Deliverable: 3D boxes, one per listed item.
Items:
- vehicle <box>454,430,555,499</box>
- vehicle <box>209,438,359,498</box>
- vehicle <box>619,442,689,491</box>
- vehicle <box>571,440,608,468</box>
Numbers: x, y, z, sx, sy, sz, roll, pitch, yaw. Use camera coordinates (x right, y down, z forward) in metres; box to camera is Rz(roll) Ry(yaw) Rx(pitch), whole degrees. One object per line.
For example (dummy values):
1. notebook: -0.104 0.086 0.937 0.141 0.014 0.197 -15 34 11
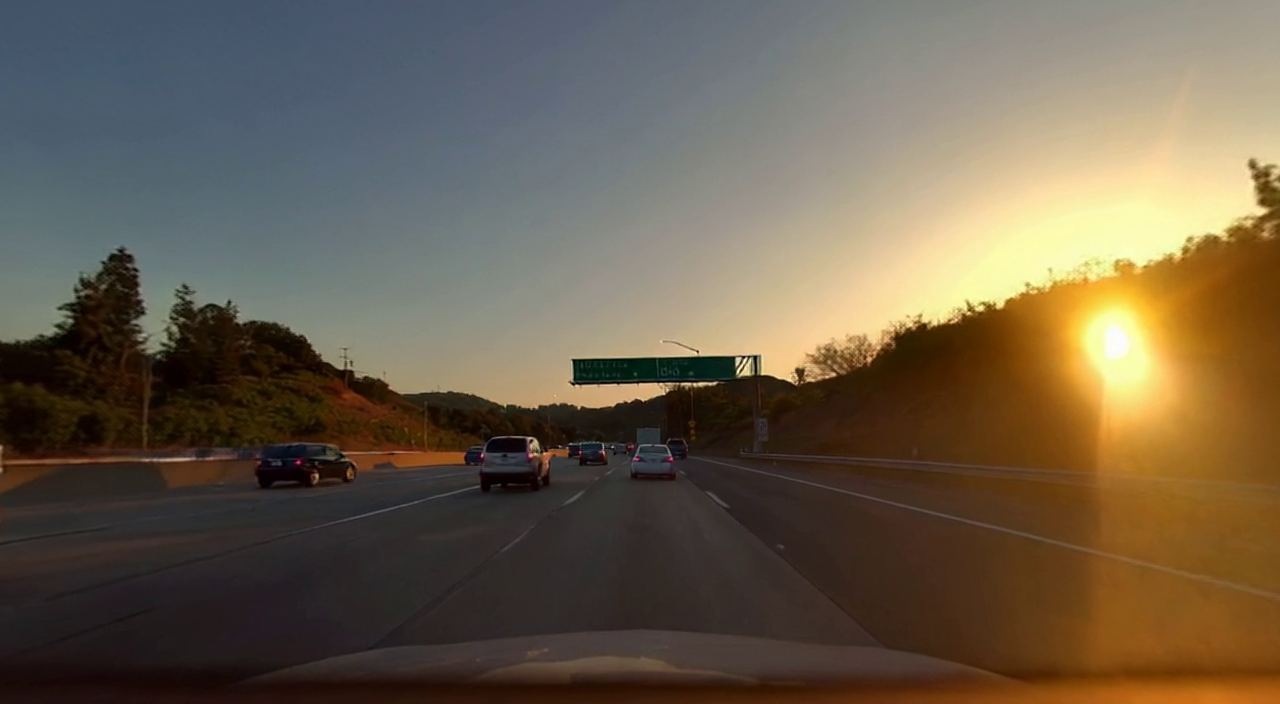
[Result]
1. vehicle: -3.743 3.183 18.217 1.903 1.721 4.210 0 -8 1
2. vehicle: -10.581 3.450 19.202 1.941 1.602 4.277 0 -8 2
3. vehicle: 0.417 3.703 20.780 2.054 1.421 4.090 0 -8 0
4. vehicle: -3.168 6.461 40.175 1.897 1.646 4.049 0 -8 1
